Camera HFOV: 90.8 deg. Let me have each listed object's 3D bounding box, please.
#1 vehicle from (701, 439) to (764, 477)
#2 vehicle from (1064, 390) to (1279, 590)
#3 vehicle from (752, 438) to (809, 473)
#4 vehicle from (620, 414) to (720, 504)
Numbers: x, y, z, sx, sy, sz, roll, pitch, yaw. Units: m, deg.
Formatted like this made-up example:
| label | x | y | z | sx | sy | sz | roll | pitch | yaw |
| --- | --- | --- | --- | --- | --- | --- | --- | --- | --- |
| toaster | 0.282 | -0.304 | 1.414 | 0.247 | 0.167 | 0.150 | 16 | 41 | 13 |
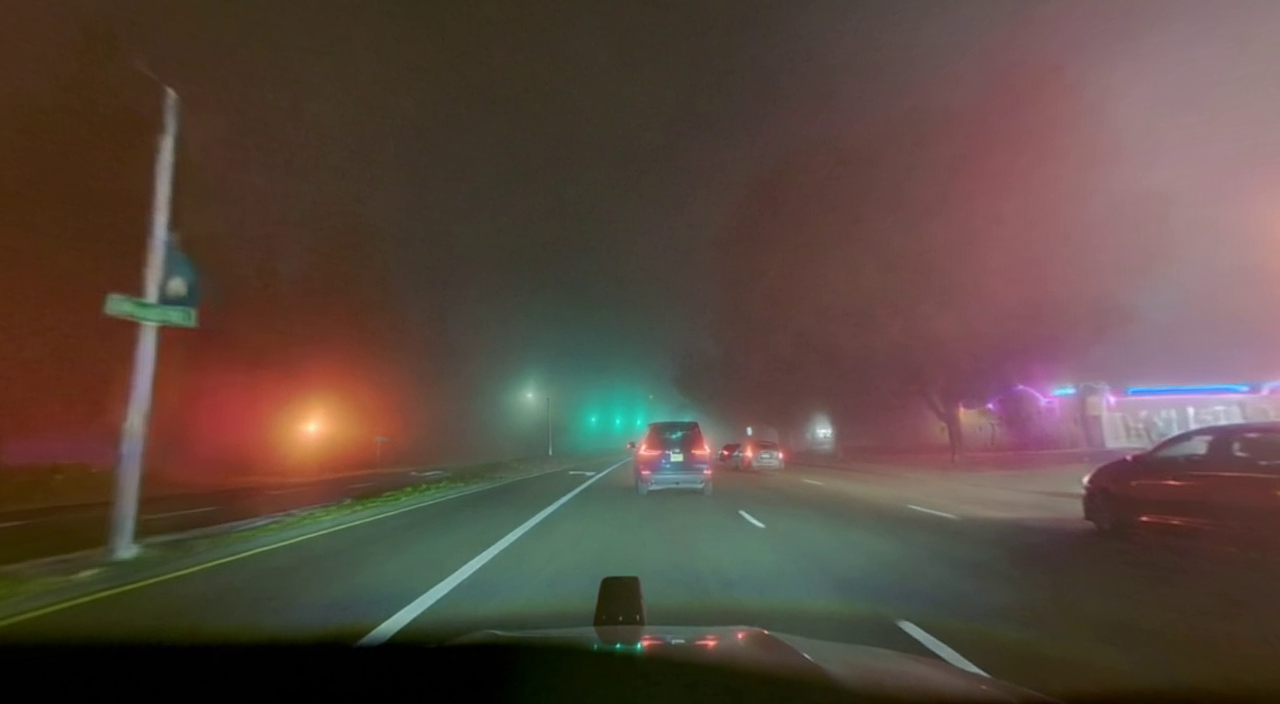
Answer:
| label | x | y | z | sx | sy | sz | roll | pitch | yaw |
| --- | --- | --- | --- | --- | --- | --- | --- | --- | --- |
| vehicle | 3.841 | 4.489 | 26.933 | 1.940 | 1.474 | 4.234 | 0 | -8 | -2 |
| vehicle | 6.706 | 1.285 | 6.002 | 2.025 | 1.765 | 4.729 | 0 | -8 | 0 |
| vehicle | 6.921 | 5.117 | 31.491 | 1.793 | 1.585 | 4.130 | 0 | -8 | -1 |
| vehicle | 0.576 | 2.686 | 16.240 | 2.038 | 1.917 | 4.900 | 0 | -8 | -3 |
